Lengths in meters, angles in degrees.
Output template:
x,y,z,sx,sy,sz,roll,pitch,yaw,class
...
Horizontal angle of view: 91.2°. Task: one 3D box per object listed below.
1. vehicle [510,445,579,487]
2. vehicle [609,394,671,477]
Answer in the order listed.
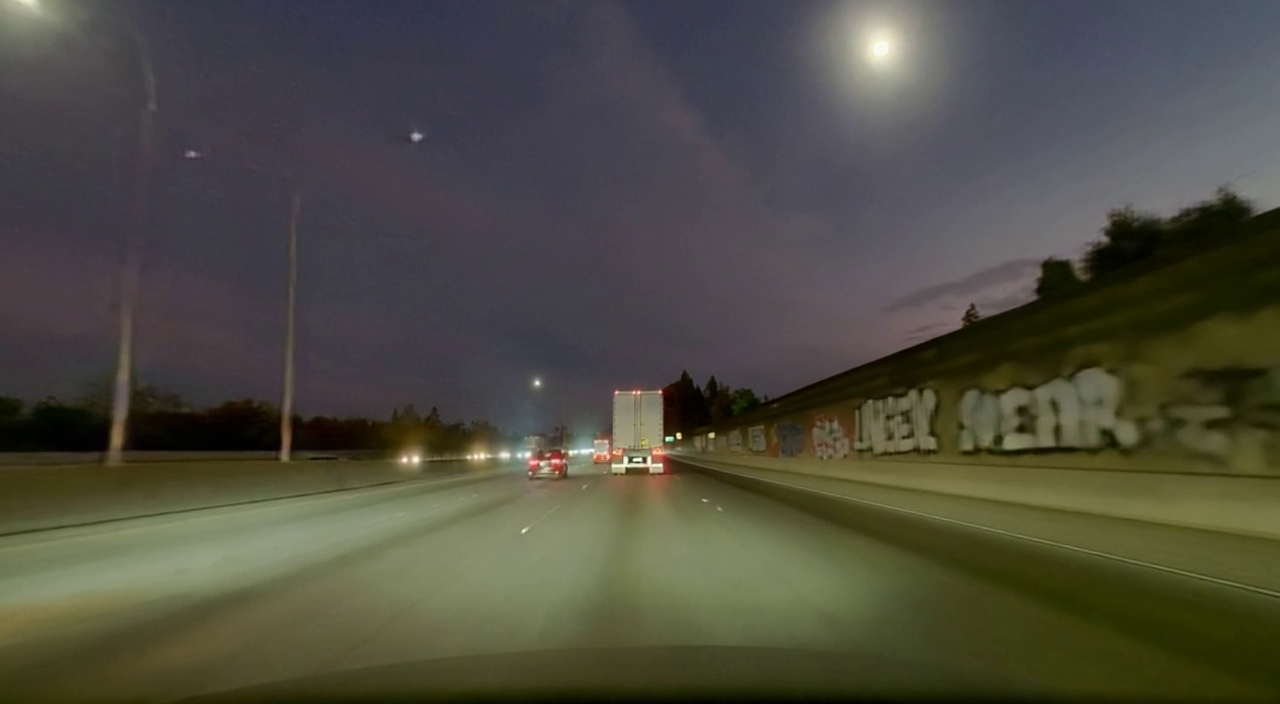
x,y,z,sx,sy,sz,roll,pitch,yaw,class
-3.746,4.544,25.271,2.158,1.538,4.047,0,-9,0,vehicle
-0.075,4.929,36.139,3.042,4.023,10.832,0,-9,-1,vehicle
